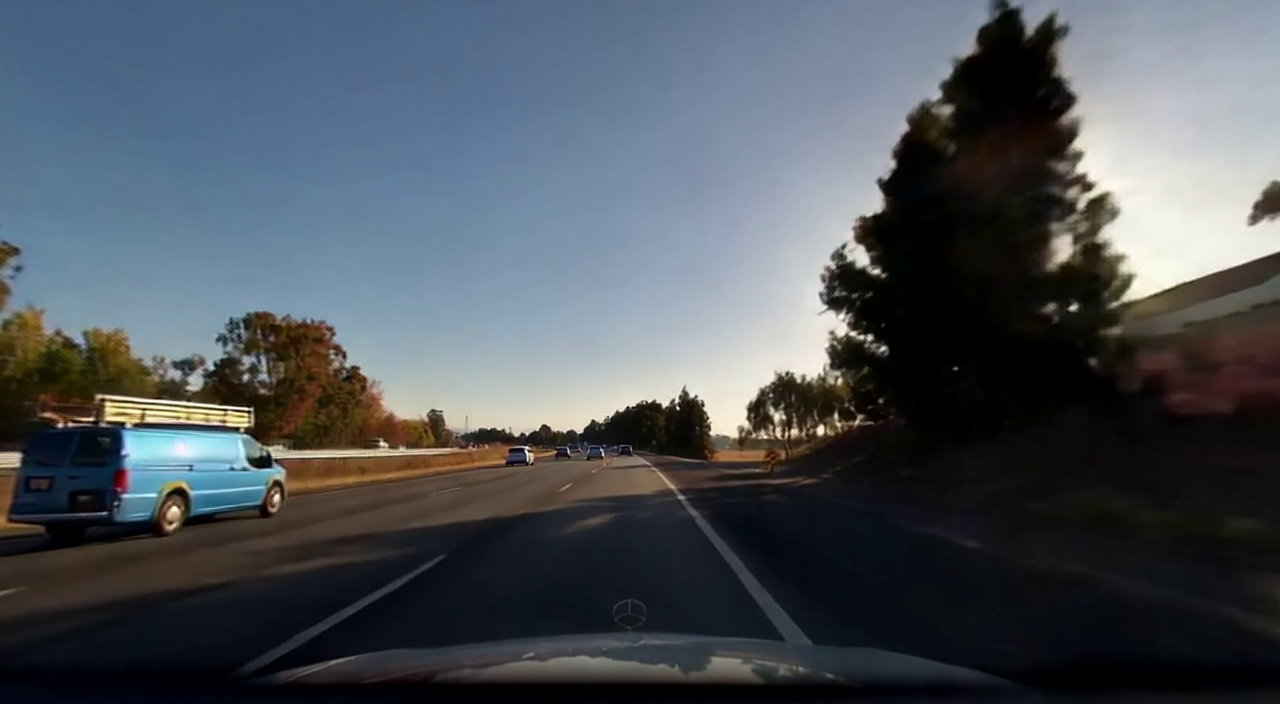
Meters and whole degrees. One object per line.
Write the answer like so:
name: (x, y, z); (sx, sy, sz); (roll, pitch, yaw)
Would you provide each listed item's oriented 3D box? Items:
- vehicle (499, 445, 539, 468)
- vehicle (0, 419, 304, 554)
vehicle: (-8.395, 7.298, 44.239); (1.958, 1.499, 4.437); (0, -9, 0)
vehicle: (-8.106, 2.138, 10.757); (2.093, 1.752, 4.771); (0, -9, 0)
